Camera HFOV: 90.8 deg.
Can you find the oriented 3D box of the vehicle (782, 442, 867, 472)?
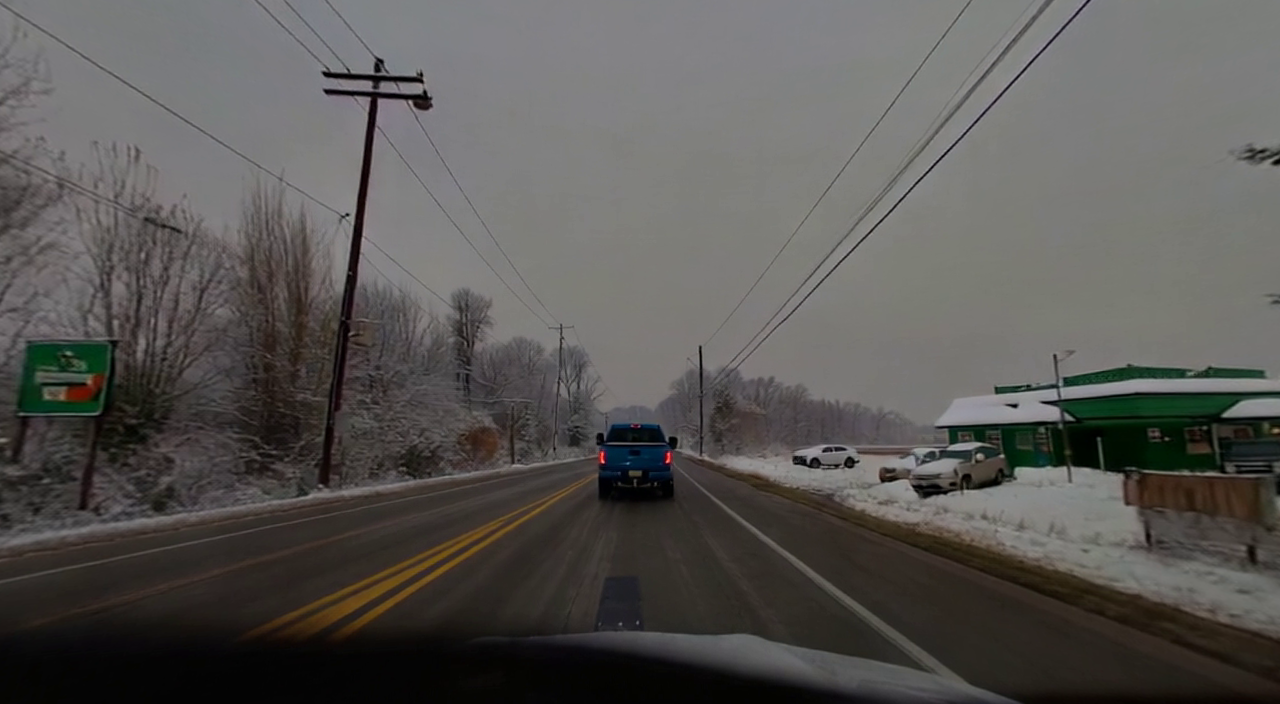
[{"bbox_3d":[11.632,6.555,39.685,5.304,1.754,2.340,6,-10,-37],"label":"vehicle"}]

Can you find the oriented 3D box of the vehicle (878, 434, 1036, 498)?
[{"bbox_3d":[11.502,4.032,22.797,5.776,1.936,2.535,6,-8,-33],"label":"vehicle"}]

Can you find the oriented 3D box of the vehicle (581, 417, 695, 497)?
[{"bbox_3d":[-0.001,3.253,20.011,2.921,2.031,7.416,0,-8,1],"label":"vehicle"}]
